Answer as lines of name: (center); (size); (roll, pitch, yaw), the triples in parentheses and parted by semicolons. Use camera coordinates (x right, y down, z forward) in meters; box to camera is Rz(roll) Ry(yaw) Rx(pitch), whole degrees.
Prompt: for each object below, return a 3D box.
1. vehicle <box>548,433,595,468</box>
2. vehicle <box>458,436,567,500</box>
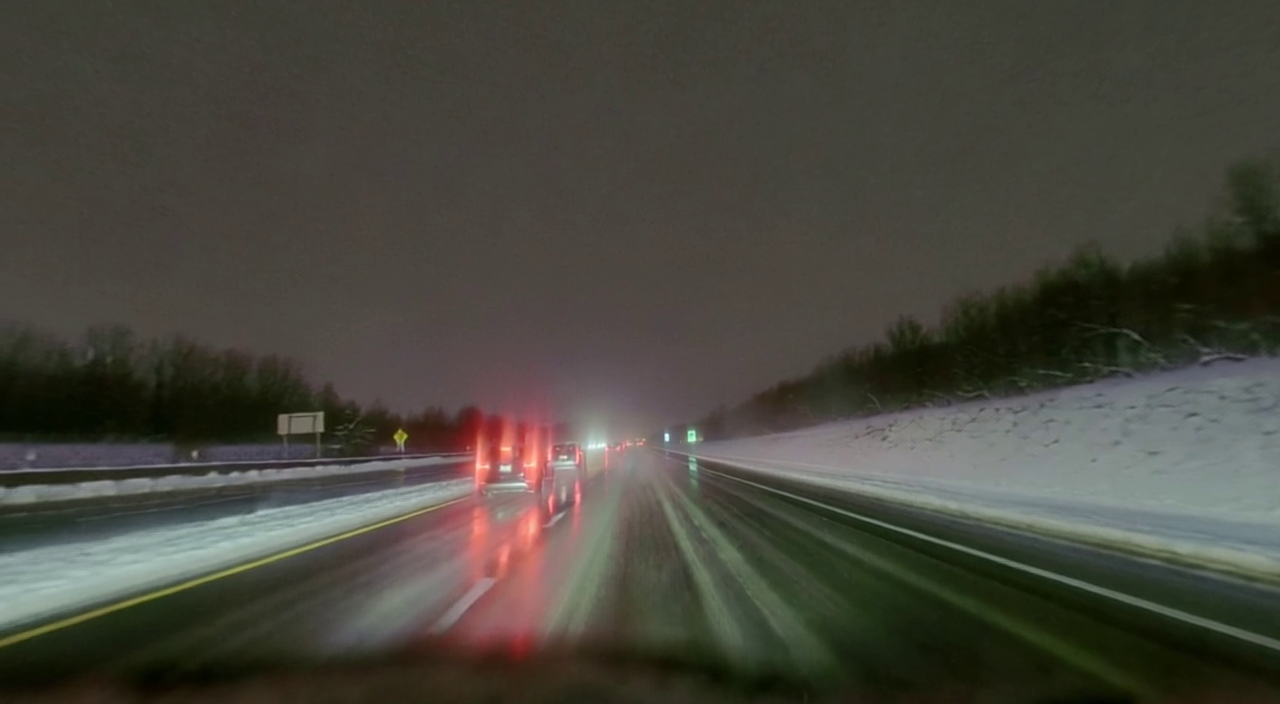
vehicle: (-3.894, 5.712, 36.498); (2.177, 1.852, 4.427); (0, -9, 1)
vehicle: (-3.377, 3.185, 17.682); (2.044, 1.527, 4.607); (0, -9, 0)
